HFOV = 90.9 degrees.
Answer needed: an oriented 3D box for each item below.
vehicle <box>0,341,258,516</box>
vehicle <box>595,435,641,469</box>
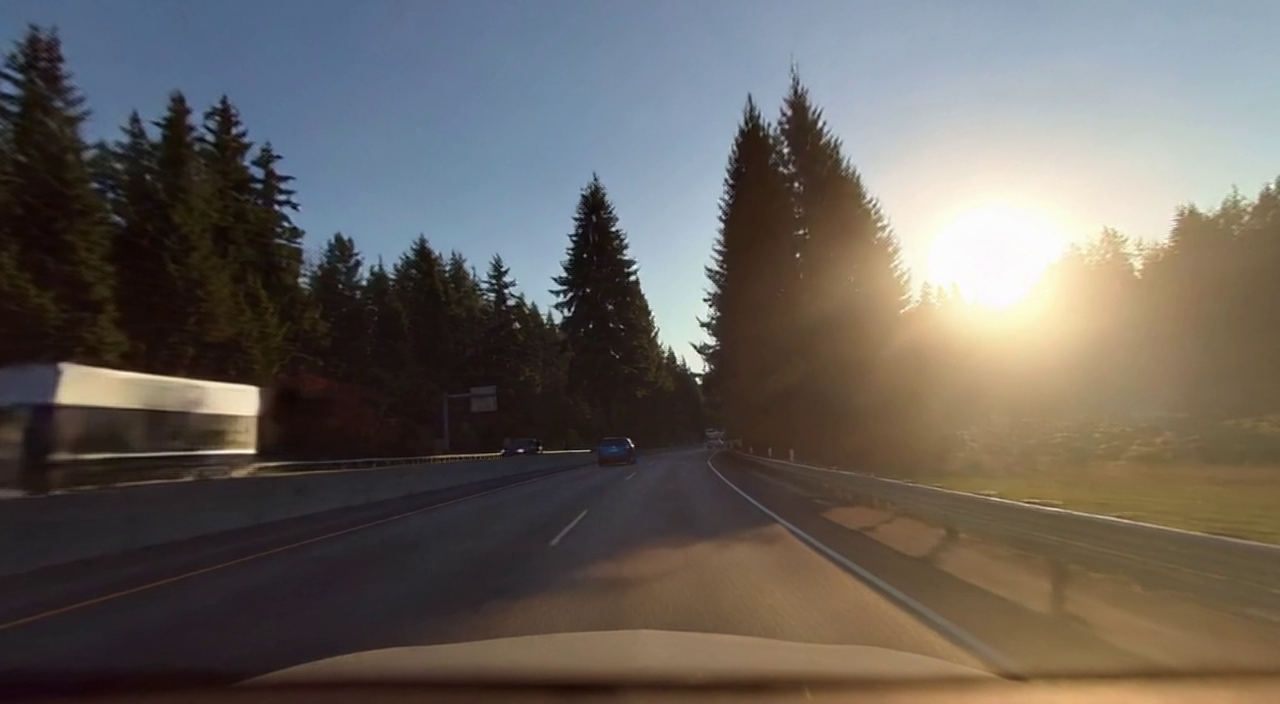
[{"bbox_3d":[-17.164,2.563,20.106,3.236,4.237,10.335,-1,-8,1],"label":"vehicle"},{"bbox_3d":[-1.164,5.636,35.639,2.005,1.752,4.479,-1,-8,5],"label":"vehicle"}]
